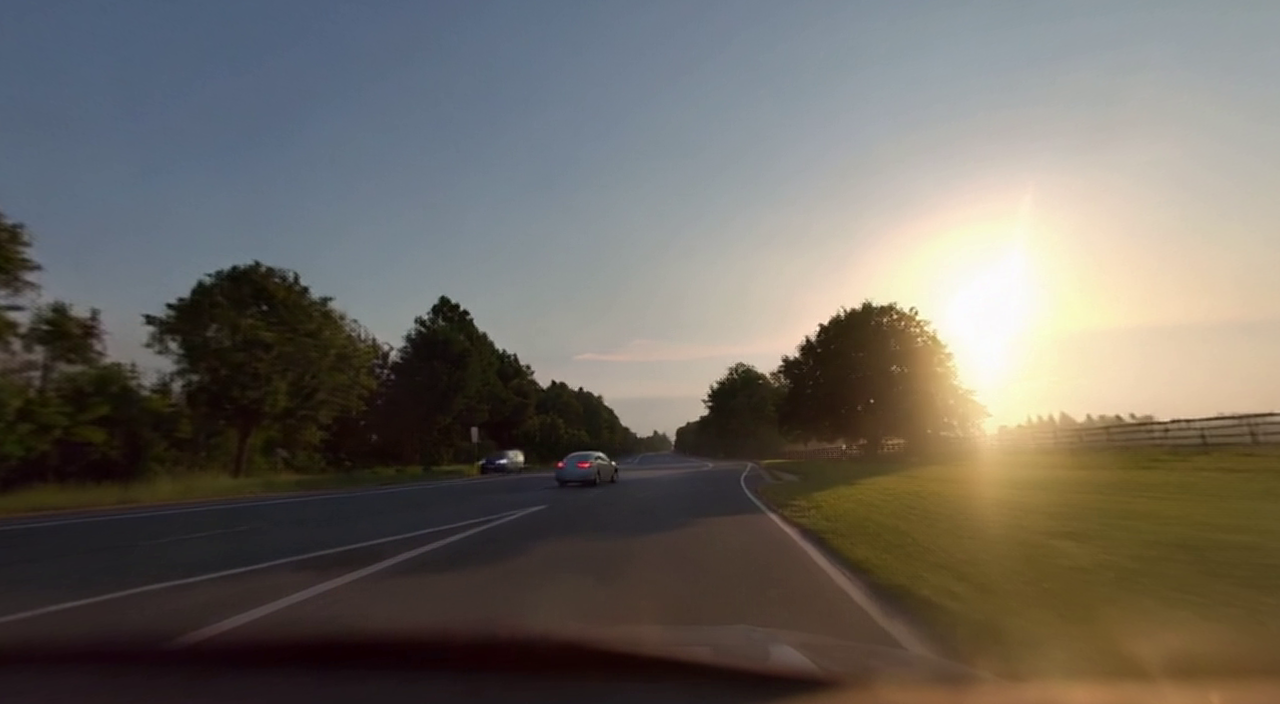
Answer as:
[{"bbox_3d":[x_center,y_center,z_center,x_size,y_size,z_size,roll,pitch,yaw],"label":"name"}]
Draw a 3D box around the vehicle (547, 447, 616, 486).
[{"bbox_3d":[-2.592,5.222,28.851,2.106,1.679,3.908,-2,-9,12],"label":"vehicle"}]
